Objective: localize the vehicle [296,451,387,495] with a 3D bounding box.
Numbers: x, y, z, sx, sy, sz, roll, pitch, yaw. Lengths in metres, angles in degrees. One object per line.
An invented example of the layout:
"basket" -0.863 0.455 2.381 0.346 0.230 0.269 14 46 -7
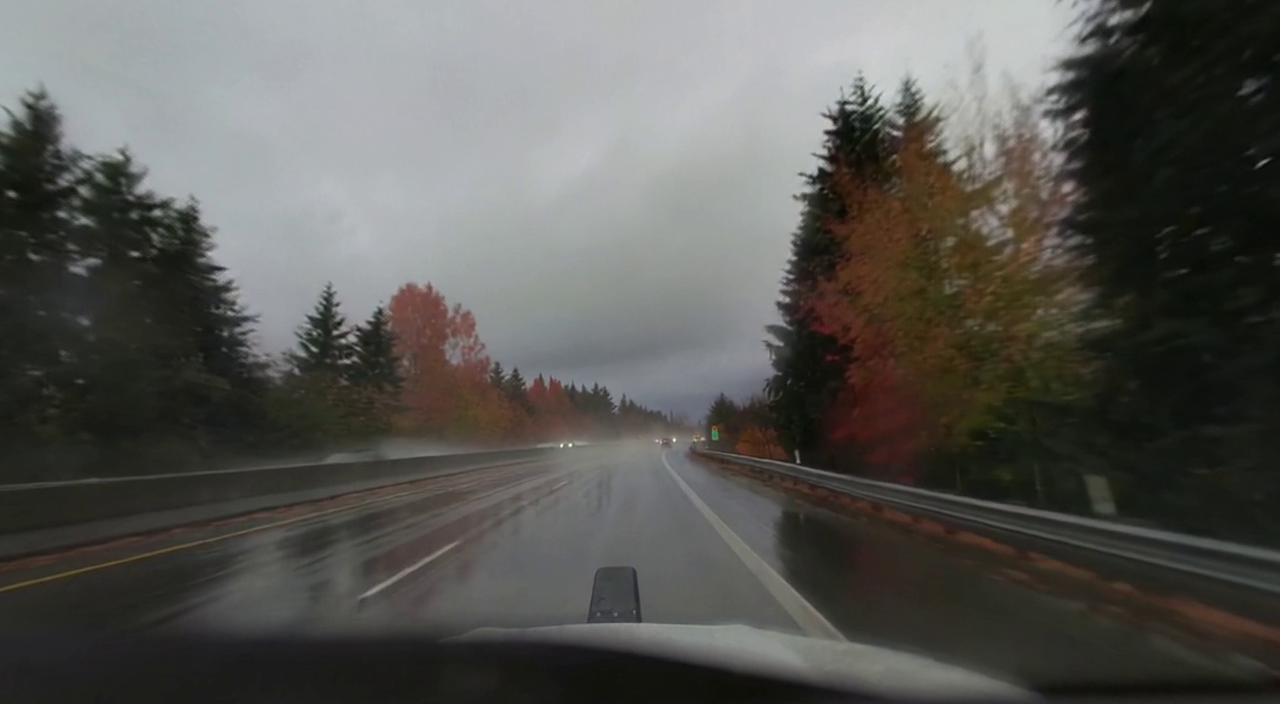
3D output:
"vehicle" -10.641 4.293 22.708 1.656 1.369 3.500 -1 -8 -2
